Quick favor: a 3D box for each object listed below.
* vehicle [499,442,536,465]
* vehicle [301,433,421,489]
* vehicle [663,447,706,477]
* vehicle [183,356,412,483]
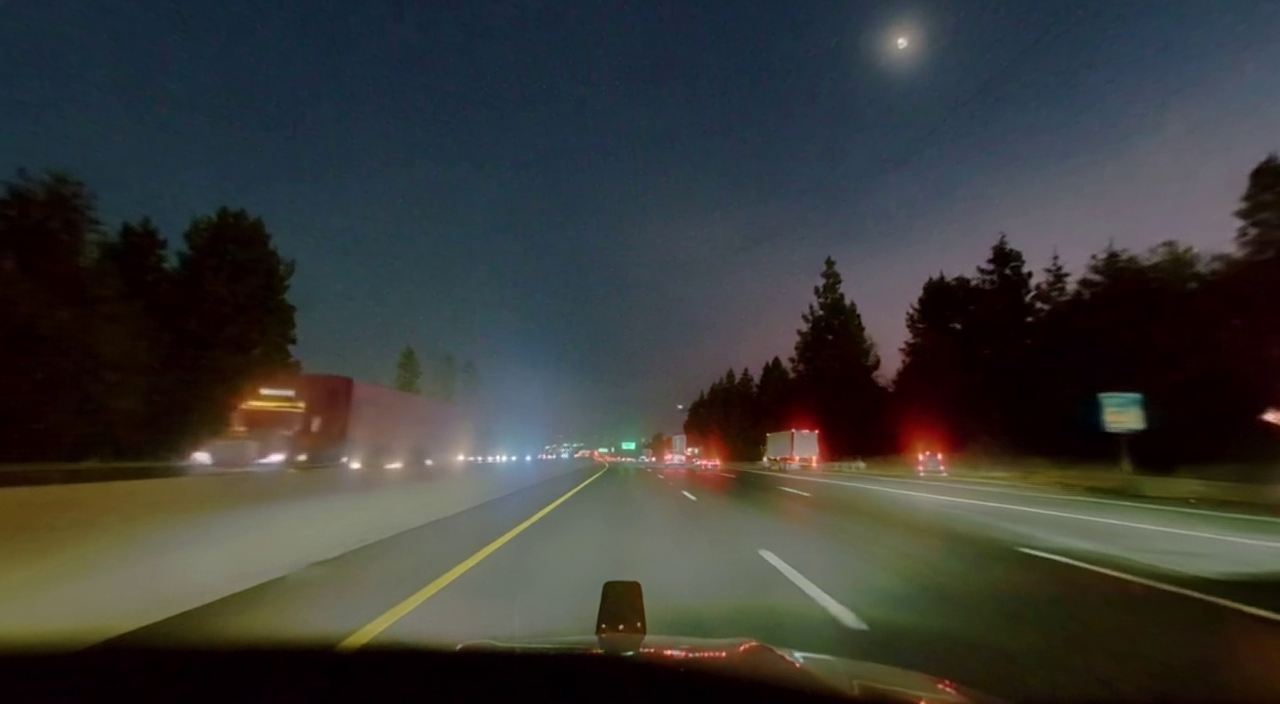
[{"bbox_3d":[-8.783,7.291,45.398,1.965,1.566,4.141,0,-9,-2],"label":"vehicle"},{"bbox_3d":[-8.023,3.171,18.520,1.830,1.438,3.678,0,-9,-1],"label":"vehicle"},{"bbox_3d":[2.514,6.384,36.688,2.111,1.599,3.859,0,-9,-1],"label":"vehicle"},{"bbox_3d":[-12.593,2.942,25.101,2.947,3.956,11.078,0,-9,-1],"label":"vehicle"}]
